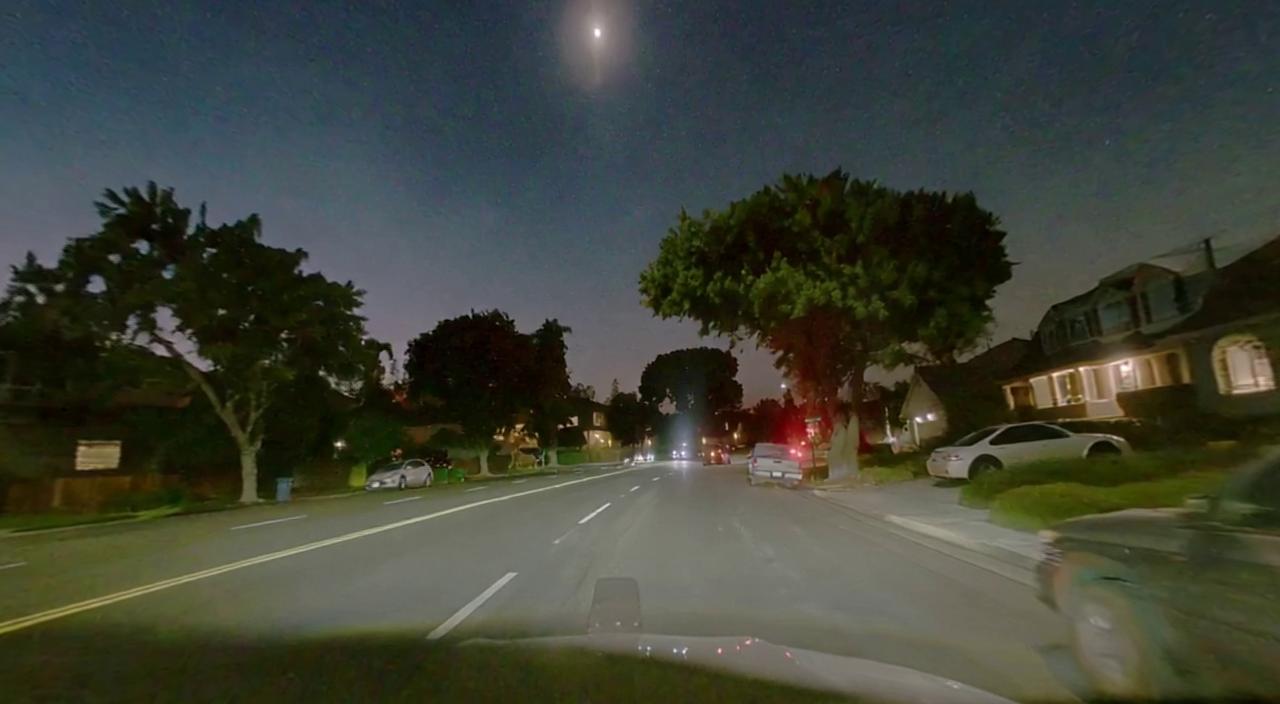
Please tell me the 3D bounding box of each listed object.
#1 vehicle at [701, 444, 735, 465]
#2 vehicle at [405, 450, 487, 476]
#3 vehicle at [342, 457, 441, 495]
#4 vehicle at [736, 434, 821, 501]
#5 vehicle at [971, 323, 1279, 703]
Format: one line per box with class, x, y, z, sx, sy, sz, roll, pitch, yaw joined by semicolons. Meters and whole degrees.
vehicle;5.887;7.641;46.969;1.955;1.459;4.383;-2;-9;14
vehicle;-14.053;8.040;45.737;5.177;1.779;2.199;-1;-9;5
vehicle;-11.596;5.823;29.880;2.118;1.496;5.030;-3;-9;8
vehicle;4.706;3.952;22.181;2.516;2.019;5.790;-1;-9;9
vehicle;3.227;0.742;1.590;2.213;1.807;5.099;0;-8;3
